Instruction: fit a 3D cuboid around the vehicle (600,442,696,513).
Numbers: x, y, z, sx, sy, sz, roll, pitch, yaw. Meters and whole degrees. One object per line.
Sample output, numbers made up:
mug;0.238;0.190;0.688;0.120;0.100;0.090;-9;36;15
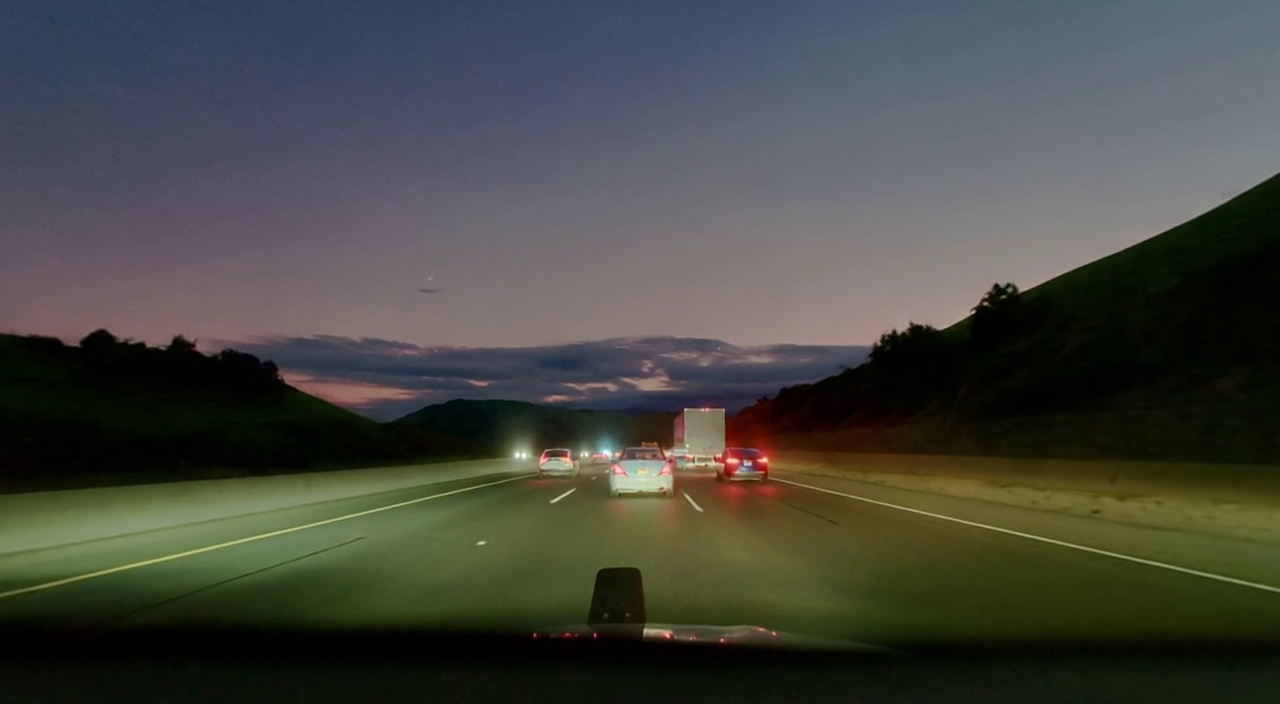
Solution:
vehicle;0.168;2.964;15.274;2.041;1.484;3.535;0;-9;0

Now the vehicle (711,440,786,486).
vehicle;4.050;4.254;24.318;2.029;1.579;4.484;0;-9;-1

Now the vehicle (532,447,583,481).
vehicle;-3.844;5.311;30.114;1.848;1.486;3.832;0;-9;1
